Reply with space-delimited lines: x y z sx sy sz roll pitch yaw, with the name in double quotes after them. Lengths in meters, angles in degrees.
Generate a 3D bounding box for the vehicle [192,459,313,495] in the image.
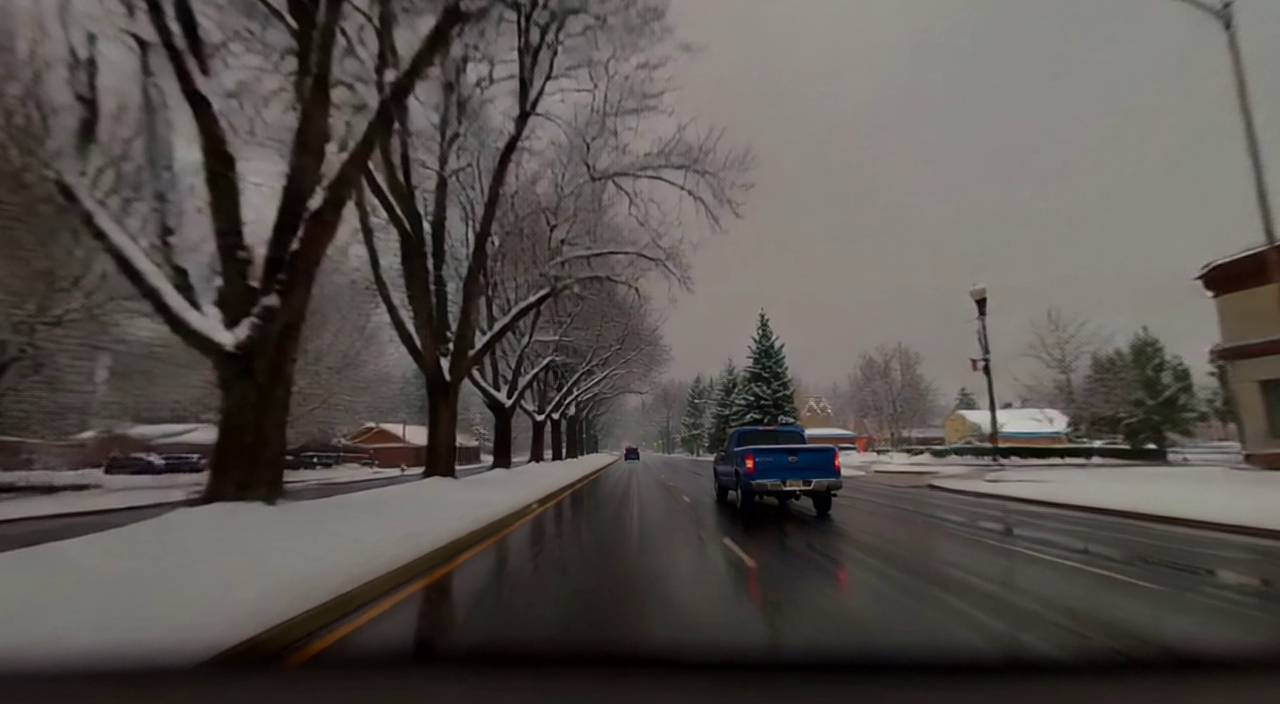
-20.865 6.742 34.161 5.074 1.804 2.283 -1 -9 6 "vehicle"

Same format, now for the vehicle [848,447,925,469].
16.826 7.215 43.112 4.721 1.462 2.028 -4 -10 25 "vehicle"

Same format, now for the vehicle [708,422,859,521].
2.970 2.633 14.514 2.138 1.836 5.245 0 -9 -1 "vehicle"
